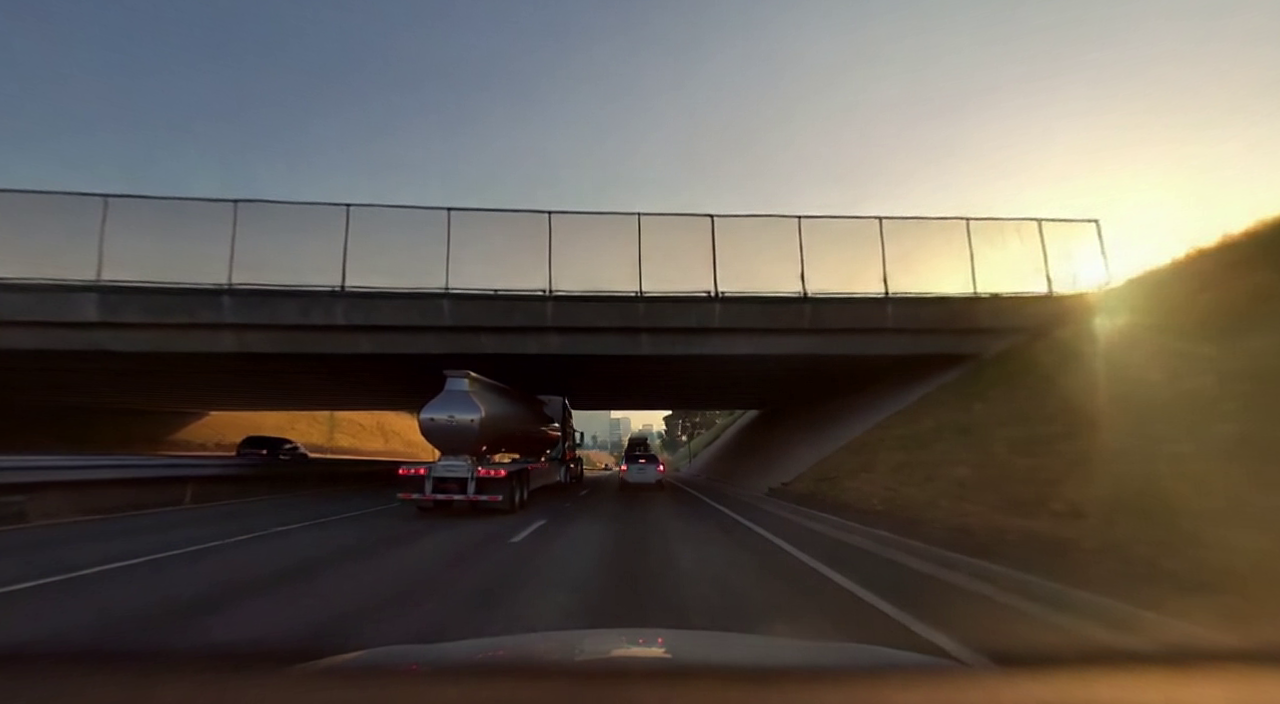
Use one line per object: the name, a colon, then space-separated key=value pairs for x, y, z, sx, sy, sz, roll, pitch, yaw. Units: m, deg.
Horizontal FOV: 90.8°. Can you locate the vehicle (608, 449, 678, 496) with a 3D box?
vehicle: x=0.059 y=4.138 z=22.137 sx=2.215 sy=1.481 sz=4.246 roll=0 pitch=-9 yaw=-1

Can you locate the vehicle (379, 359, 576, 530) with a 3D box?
vehicle: x=-4.132 y=3.011 z=20.570 sx=2.896 sy=3.563 sz=14.643 roll=0 pitch=-9 yaw=-1
